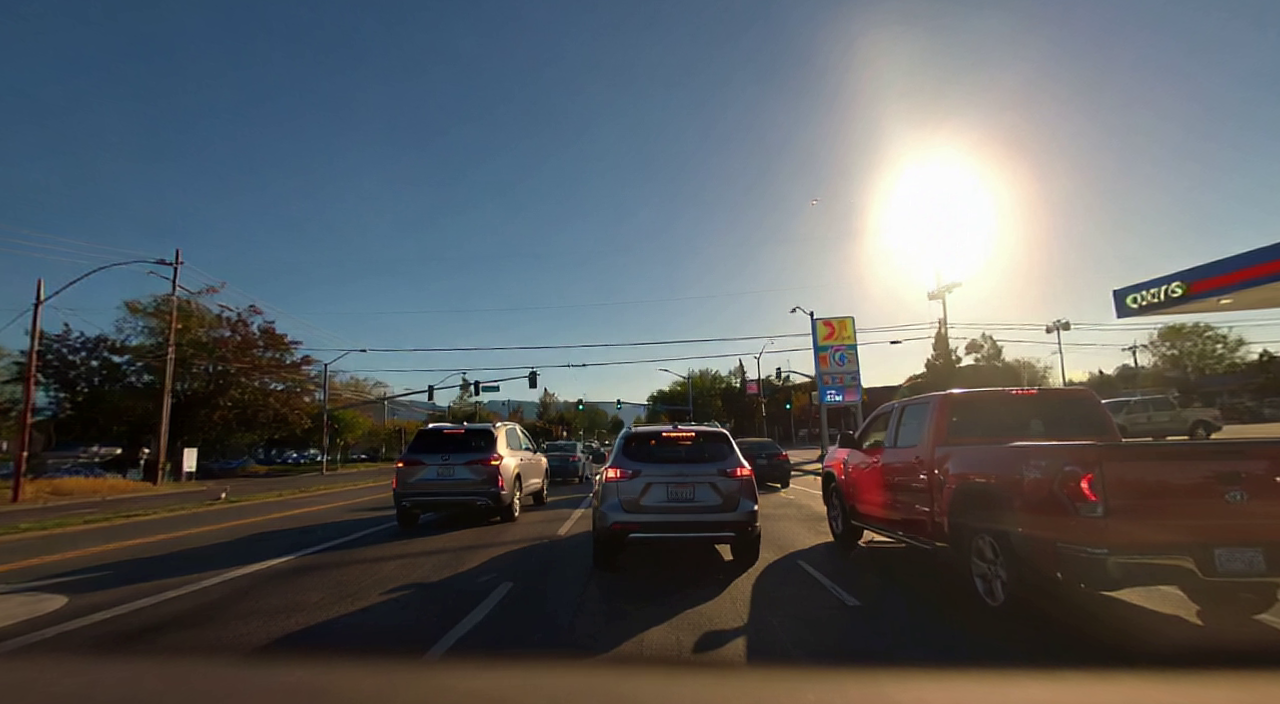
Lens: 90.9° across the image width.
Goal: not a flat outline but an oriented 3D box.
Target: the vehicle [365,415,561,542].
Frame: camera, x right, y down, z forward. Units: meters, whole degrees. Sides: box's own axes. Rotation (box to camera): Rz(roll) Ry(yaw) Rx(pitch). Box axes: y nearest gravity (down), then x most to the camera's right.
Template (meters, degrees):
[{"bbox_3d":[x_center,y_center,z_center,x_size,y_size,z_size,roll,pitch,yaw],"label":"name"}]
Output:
[{"bbox_3d":[-2.717,2.059,10.892,2.019,1.731,4.299,0,-8,1],"label":"vehicle"}]

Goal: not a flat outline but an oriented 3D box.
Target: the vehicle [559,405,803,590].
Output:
[{"bbox_3d":[0.353,1.612,7.774,2.181,1.650,4.083,0,-8,0],"label":"vehicle"}]

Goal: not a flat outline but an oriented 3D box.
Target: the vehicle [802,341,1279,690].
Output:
[{"bbox_3d":[3.404,1.255,6.113,2.161,1.868,5.321,0,-8,-1],"label":"vehicle"}]
